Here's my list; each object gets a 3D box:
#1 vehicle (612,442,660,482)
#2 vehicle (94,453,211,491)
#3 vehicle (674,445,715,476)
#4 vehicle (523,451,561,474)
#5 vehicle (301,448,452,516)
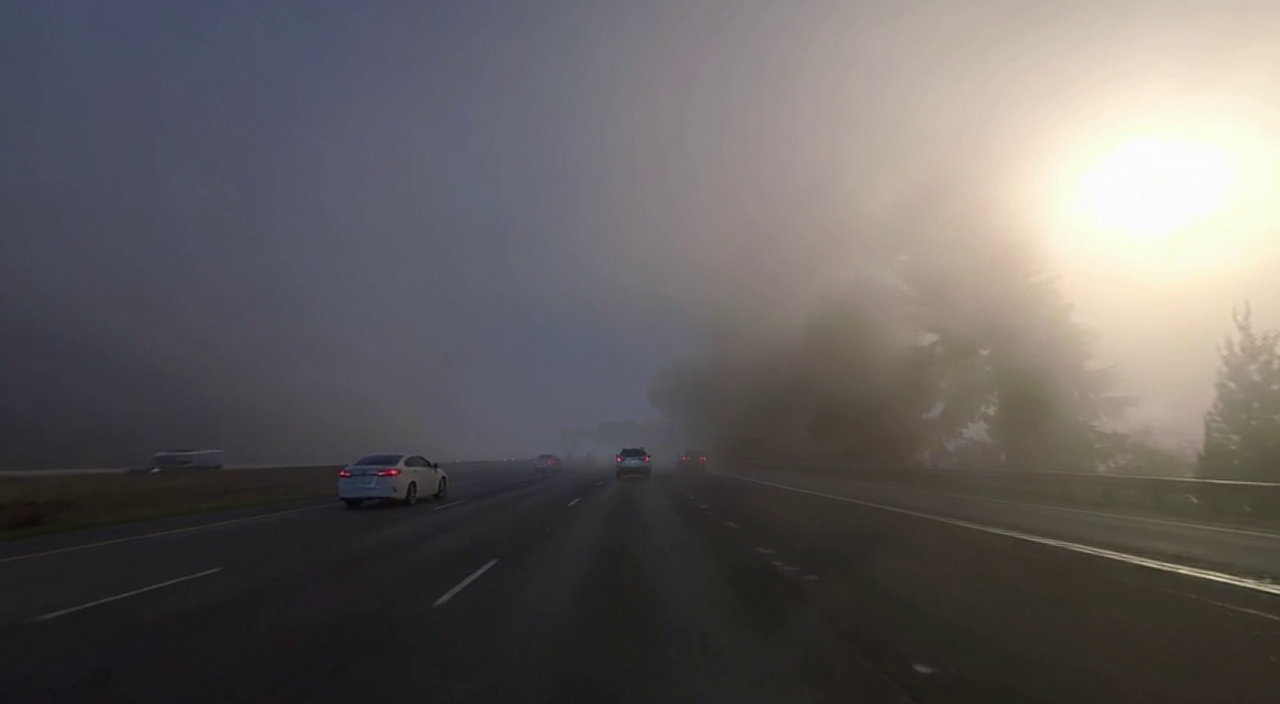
[{"bbox_3d":[-0.198,5.242,30.403,2.127,1.749,4.776,0,-9,0],"label":"vehicle"},{"bbox_3d":[-22.567,5.552,29.417,2.001,1.575,4.266,0,-9,0],"label":"vehicle"},{"bbox_3d":[3.210,6.464,37.769,1.925,1.716,4.378,0,-9,-2],"label":"vehicle"},{"bbox_3d":[-6.750,7.635,43.795,1.892,1.468,4.792,0,-9,0],"label":"vehicle"},{"bbox_3d":[-6.655,3.300,16.592,1.918,1.509,4.736,0,-9,0],"label":"vehicle"}]
